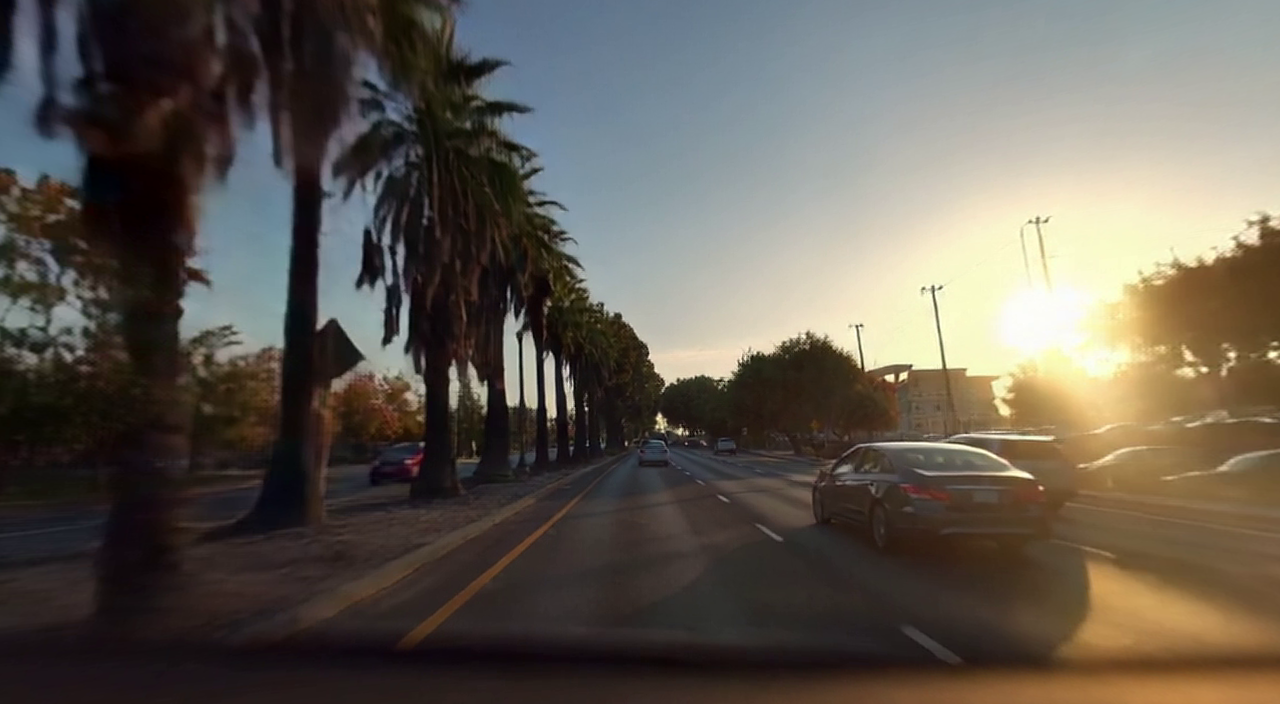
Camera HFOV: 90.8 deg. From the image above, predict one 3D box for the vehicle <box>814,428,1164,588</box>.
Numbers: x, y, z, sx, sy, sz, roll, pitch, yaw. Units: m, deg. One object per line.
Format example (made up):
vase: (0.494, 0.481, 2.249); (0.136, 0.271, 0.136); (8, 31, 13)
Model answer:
vehicle: (3.846, 1.770, 8.107); (1.875, 1.452, 4.453); (0, -8, -1)

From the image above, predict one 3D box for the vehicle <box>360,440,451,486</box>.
vehicle: (-10.383, 4.934, 28.464); (2.238, 1.766, 4.710); (-3, -8, 1)

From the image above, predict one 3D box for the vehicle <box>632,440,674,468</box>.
vehicle: (0.644, 5.545, 34.540); (2.031, 1.444, 4.361); (0, -8, -2)

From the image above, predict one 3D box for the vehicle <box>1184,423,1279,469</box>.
vehicle: (27.140, 4.096, 27.562); (2.218, 1.864, 4.957); (0, -8, -2)
